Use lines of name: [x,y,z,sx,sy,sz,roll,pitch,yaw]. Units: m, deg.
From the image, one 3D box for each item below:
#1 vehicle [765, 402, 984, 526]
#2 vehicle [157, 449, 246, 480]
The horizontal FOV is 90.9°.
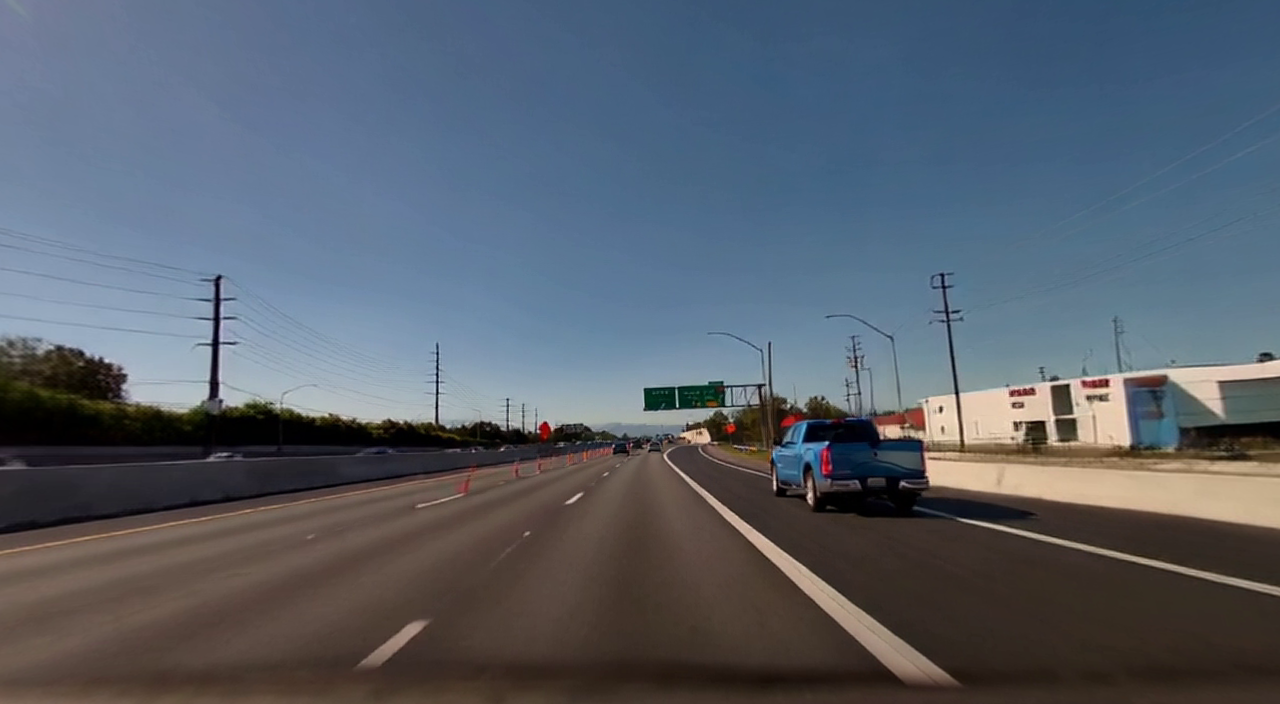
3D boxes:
vehicle: [4.055,2.073,12.187,2.186,1.840,5.289,0,-8,0]
vehicle: [-30.861,7.893,44.671,2.206,1.957,5.698,0,-8,0]
